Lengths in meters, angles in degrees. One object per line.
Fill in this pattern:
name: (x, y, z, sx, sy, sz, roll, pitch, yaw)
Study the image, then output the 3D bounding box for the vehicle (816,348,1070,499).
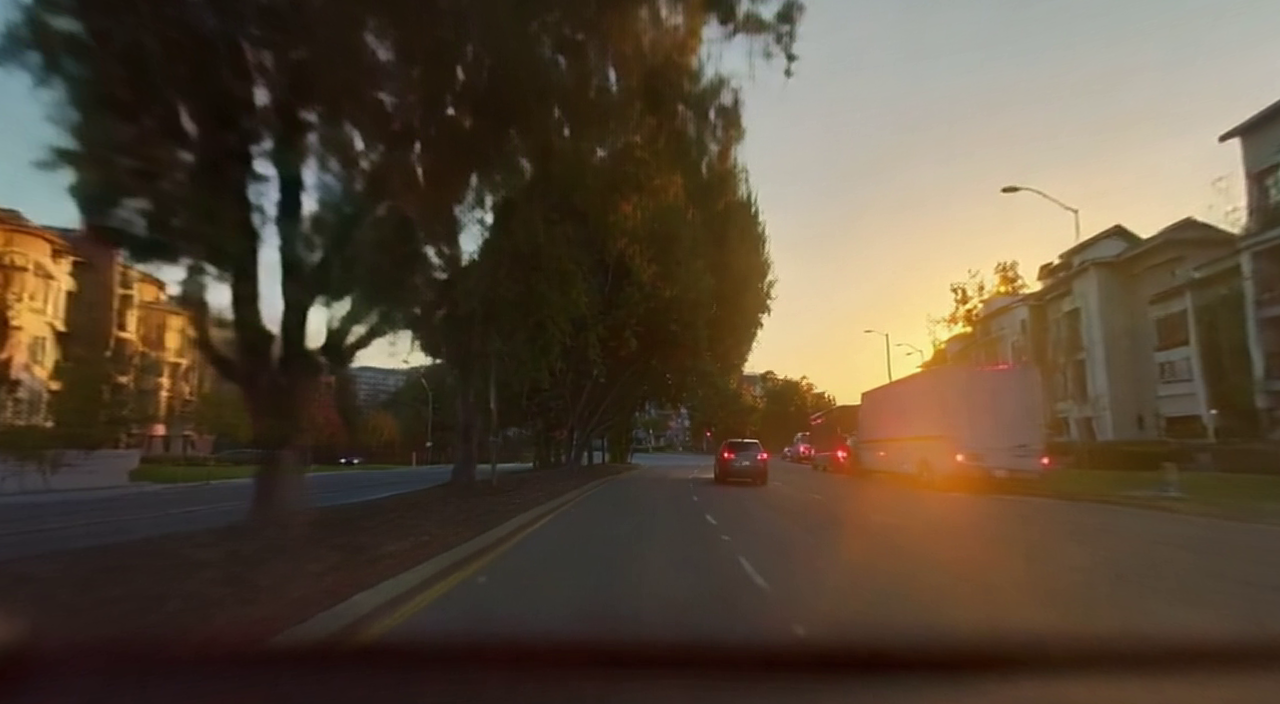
vehicle: (10.882, 3.340, 26.683, 2.887, 4.158, 18.418, -1, -9, 4)

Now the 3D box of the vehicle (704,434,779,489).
vehicle: (3.655, 4.041, 23.629, 2.215, 1.812, 4.569, 0, -9, 2)
